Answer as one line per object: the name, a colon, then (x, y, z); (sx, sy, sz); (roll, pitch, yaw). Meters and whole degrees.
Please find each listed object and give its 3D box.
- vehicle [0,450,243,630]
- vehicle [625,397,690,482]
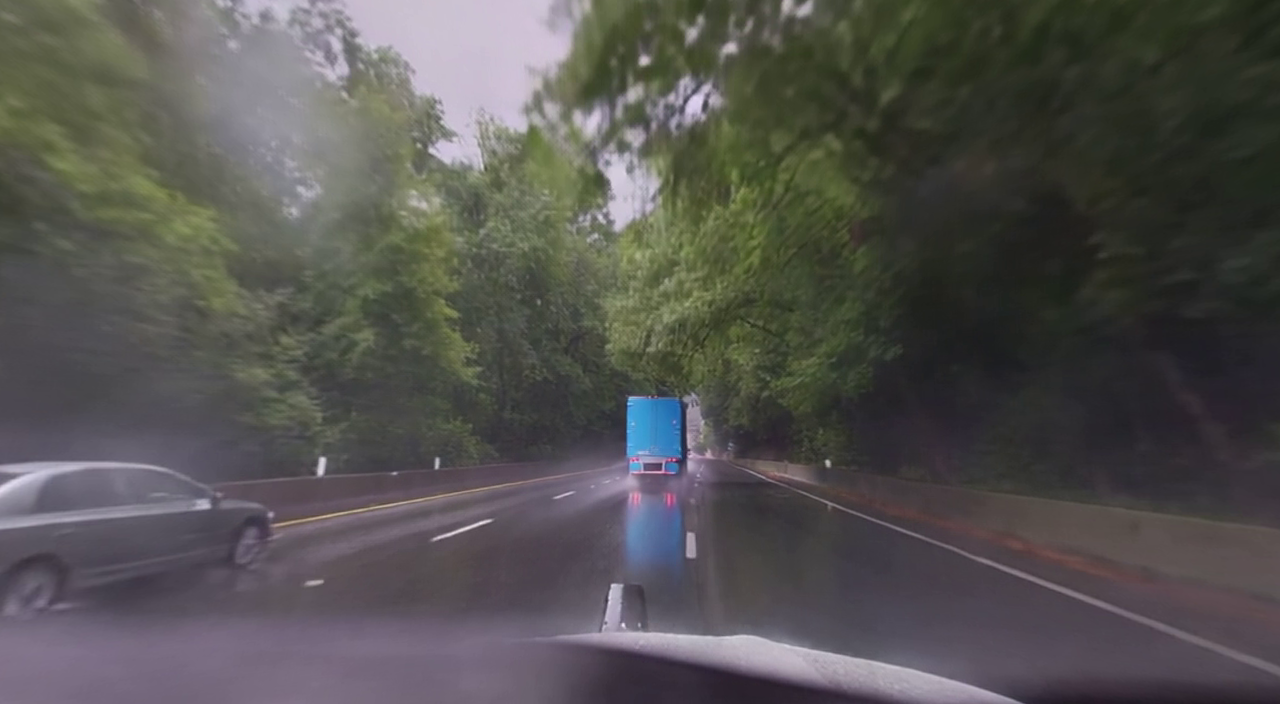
vehicle: (-5.966, 1.472, 5.027); (2.133, 1.358, 4.870); (-1, -9, 5)
vehicle: (1.138, 4.706, 33.415); (2.821, 3.878, 8.925); (-1, -9, 5)
